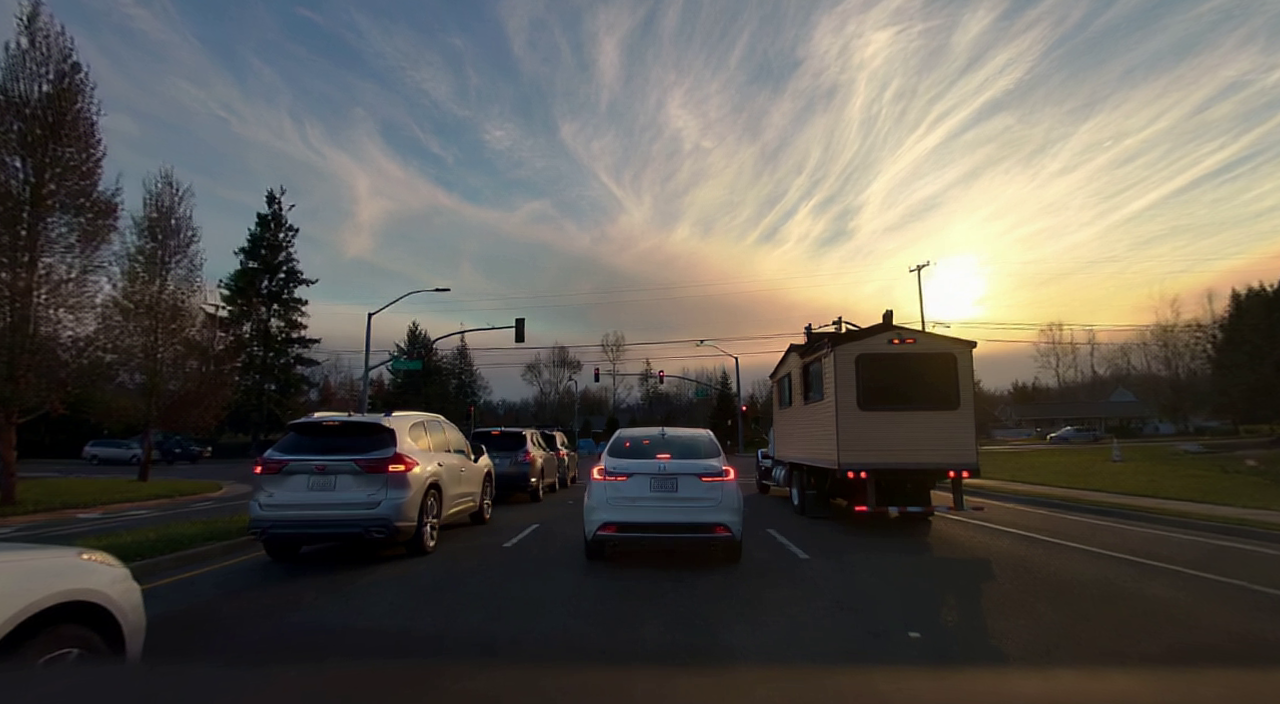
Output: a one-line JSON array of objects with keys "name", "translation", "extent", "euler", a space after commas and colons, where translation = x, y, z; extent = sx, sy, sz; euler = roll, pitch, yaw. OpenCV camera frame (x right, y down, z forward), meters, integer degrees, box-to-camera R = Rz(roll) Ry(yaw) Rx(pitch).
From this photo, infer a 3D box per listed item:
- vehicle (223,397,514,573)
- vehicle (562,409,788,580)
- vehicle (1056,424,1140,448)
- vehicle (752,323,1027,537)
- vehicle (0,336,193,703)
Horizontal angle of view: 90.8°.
[{"name": "vehicle", "translation": [-3.271, 1.716, 8.839], "extent": [2.085, 1.812, 4.388], "euler": [0, -9, 0]}, {"name": "vehicle", "translation": [0.352, 1.707, 8.321], "extent": [2.189, 1.649, 4.171], "euler": [0, -9, 0]}, {"name": "vehicle", "translation": [33.164, 6.138, 45.889], "extent": [4.671, 1.595, 1.824], "euler": [-6, -10, 31]}, {"name": "vehicle", "translation": [3.688, 1.402, 11.005], "extent": [2.531, 2.750, 5.595], "euler": [0, -9, 1]}, {"name": "vehicle", "translation": [-3.429, 0.655, 1.350], "extent": [1.952, 1.730, 4.116], "euler": [0, -9, -1]}]
